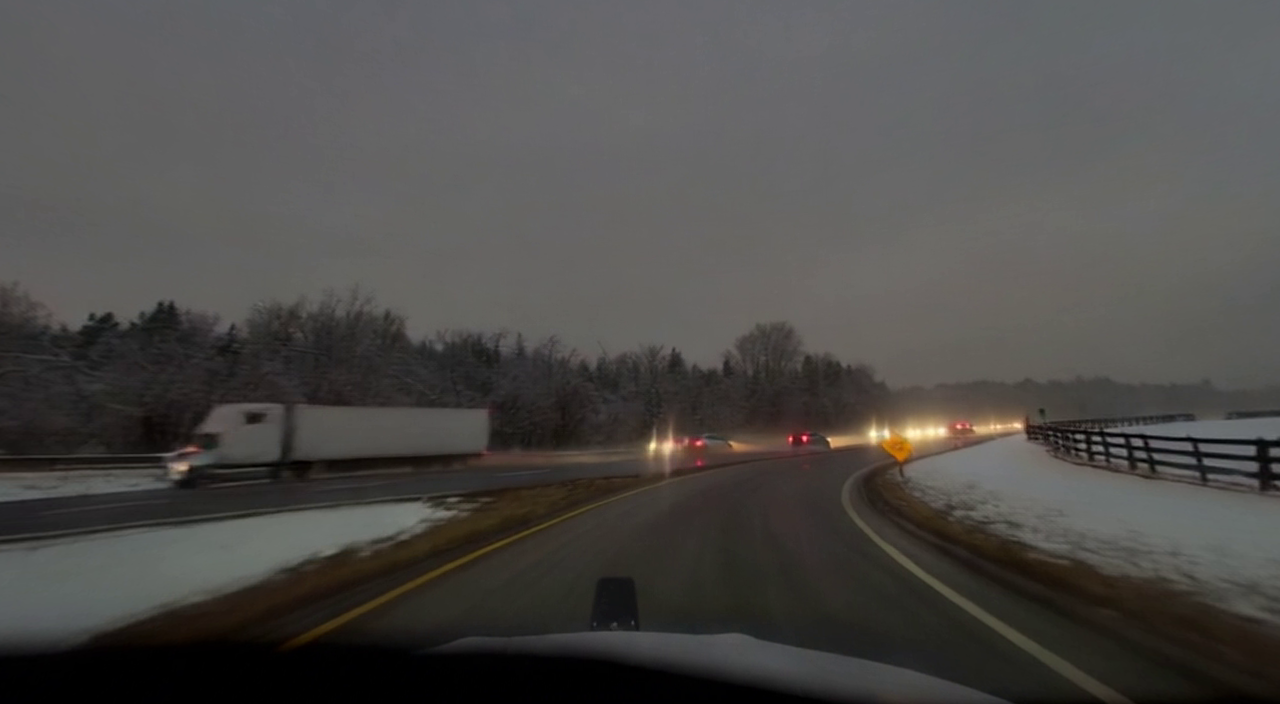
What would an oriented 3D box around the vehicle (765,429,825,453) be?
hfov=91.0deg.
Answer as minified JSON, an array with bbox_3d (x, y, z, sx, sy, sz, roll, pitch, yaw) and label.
[{"bbox_3d":[10.973,6.242,44.272,2.135,1.579,4.843,-7,-11,39],"label":"vehicle"}]

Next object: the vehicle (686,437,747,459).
[{"bbox_3d":[5.439,6.723,44.203,1.923,1.496,4.819,-7,-11,39],"label":"vehicle"}]

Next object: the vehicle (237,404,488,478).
[{"bbox_3d":[-16.119,5.467,38.766,2.888,3.781,14.258,-7,-10,38],"label":"vehicle"}]

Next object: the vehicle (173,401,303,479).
[{"bbox_3d":[-20.882,4.586,32.844,2.985,3.697,4.762,-7,-11,38],"label":"vehicle"}]
